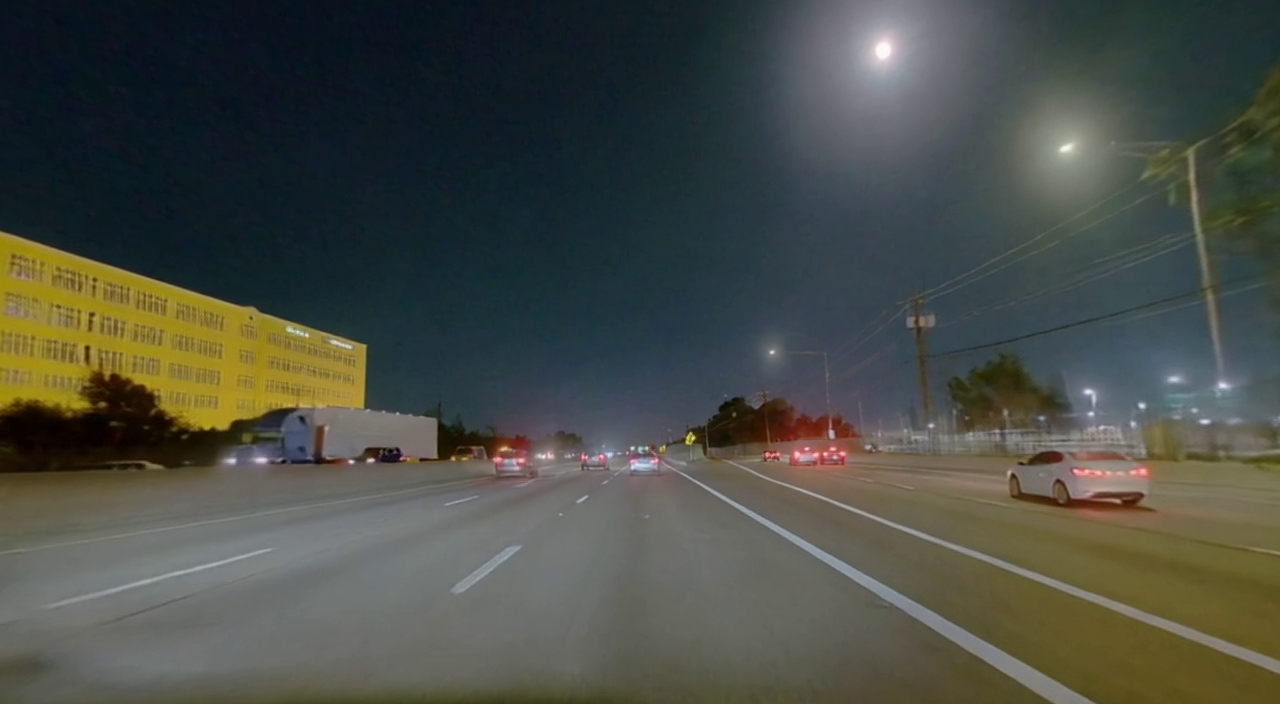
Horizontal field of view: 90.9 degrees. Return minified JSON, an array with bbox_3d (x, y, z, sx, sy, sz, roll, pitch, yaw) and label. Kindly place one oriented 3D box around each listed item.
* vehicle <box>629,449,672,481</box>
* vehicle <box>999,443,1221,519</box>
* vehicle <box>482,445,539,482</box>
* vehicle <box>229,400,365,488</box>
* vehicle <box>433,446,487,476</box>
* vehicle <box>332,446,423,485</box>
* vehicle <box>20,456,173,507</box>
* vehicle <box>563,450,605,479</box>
[{"bbox_3d":[0.531,5.957,33.480,2.107,1.538,3.999,0,-8,0],"label":"vehicle"},{"bbox_3d":[10.677,2.902,14.906,1.966,1.484,4.610,-1,-8,5],"label":"vehicle"},{"bbox_3d":[-7.120,6.137,35.128,2.106,1.827,4.814,-1,-8,1],"label":"vehicle"},{"bbox_3d":[-16.946,4.622,31.824,2.969,3.910,6.683,-1,-8,0],"label":"vehicle"},{"bbox_3d":[-12.993,7.865,45.936,2.216,1.945,5.942,0,-8,0],"label":"vehicle"},{"bbox_3d":[-12.939,5.574,31.543,2.249,1.715,5.424,0,-8,-1],"label":"vehicle"},{"bbox_3d":[-20.713,4.912,24.361,1.919,1.619,4.496,0,-8,0],"label":"vehicle"},{"bbox_3d":[-3.309,6.743,38.069,2.059,1.508,4.662,0,-8,0],"label":"vehicle"}]
